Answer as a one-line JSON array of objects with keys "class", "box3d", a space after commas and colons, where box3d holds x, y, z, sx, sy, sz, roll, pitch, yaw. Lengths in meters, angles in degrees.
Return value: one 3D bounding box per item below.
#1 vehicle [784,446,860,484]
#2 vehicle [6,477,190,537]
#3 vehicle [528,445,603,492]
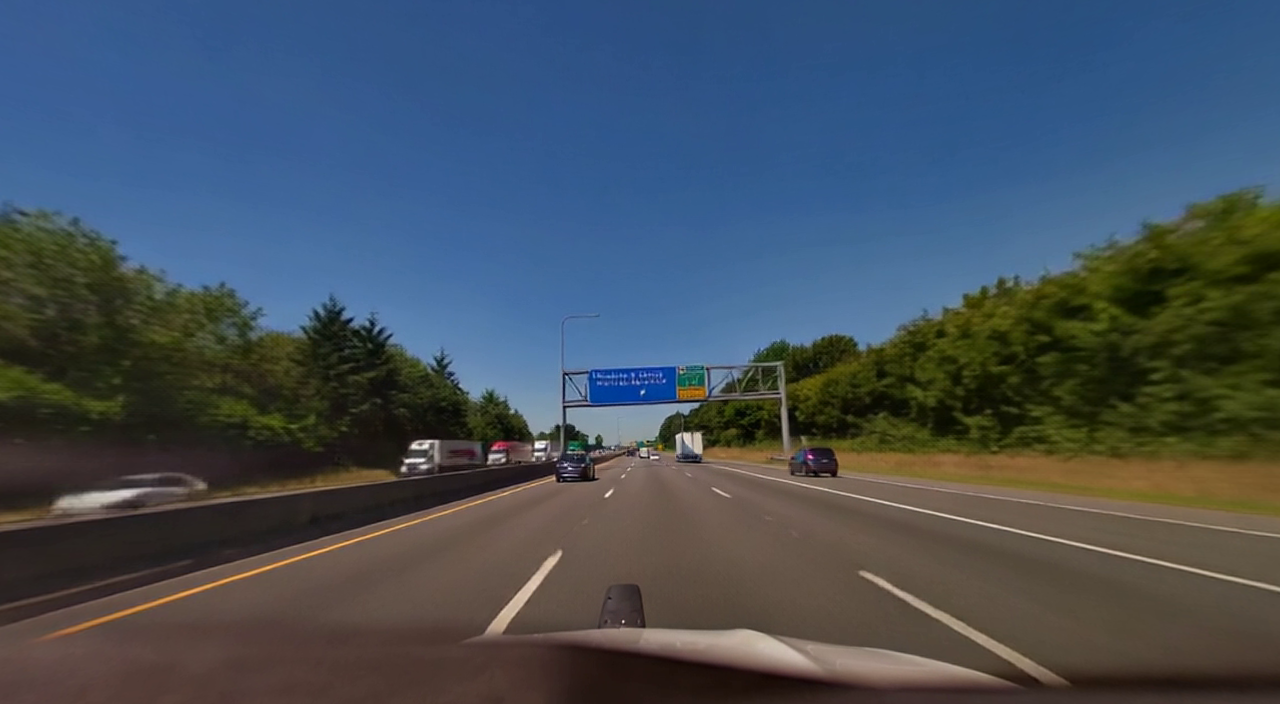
[{"class": "vehicle", "box3d": [7.864, 4.923, 27.696, 1.943, 1.493, 4.507, 0, -9, -1]}, {"class": "vehicle", "box3d": [-17.158, 4.900, 20.336, 1.893, 1.483, 4.433, 0, -9, 2]}, {"class": "vehicle", "box3d": [-2.644, 4.285, 23.491, 2.191, 1.563, 4.318, 0, -9, 1]}]
